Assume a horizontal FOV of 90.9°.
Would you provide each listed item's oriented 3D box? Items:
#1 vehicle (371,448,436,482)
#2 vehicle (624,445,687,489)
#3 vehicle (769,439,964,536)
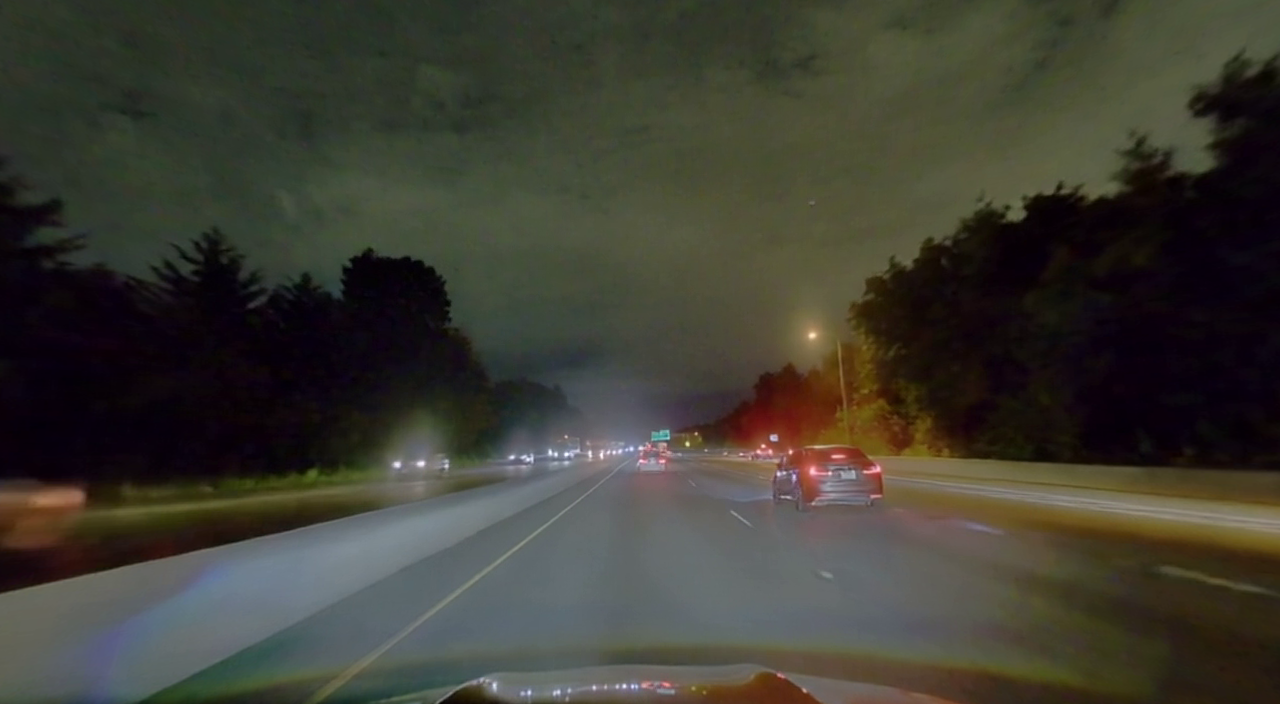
[{"bbox_3d":[-14.962,7.163,40.191,2.139,1.995,5.076,0,-9,1],"label":"vehicle"},{"bbox_3d":[0.554,4.333,24.102,2.177,1.520,4.278,0,-9,0],"label":"vehicle"},{"bbox_3d":[3.966,2.435,11.969,2.029,1.475,4.279,0,-9,-1],"label":"vehicle"}]
